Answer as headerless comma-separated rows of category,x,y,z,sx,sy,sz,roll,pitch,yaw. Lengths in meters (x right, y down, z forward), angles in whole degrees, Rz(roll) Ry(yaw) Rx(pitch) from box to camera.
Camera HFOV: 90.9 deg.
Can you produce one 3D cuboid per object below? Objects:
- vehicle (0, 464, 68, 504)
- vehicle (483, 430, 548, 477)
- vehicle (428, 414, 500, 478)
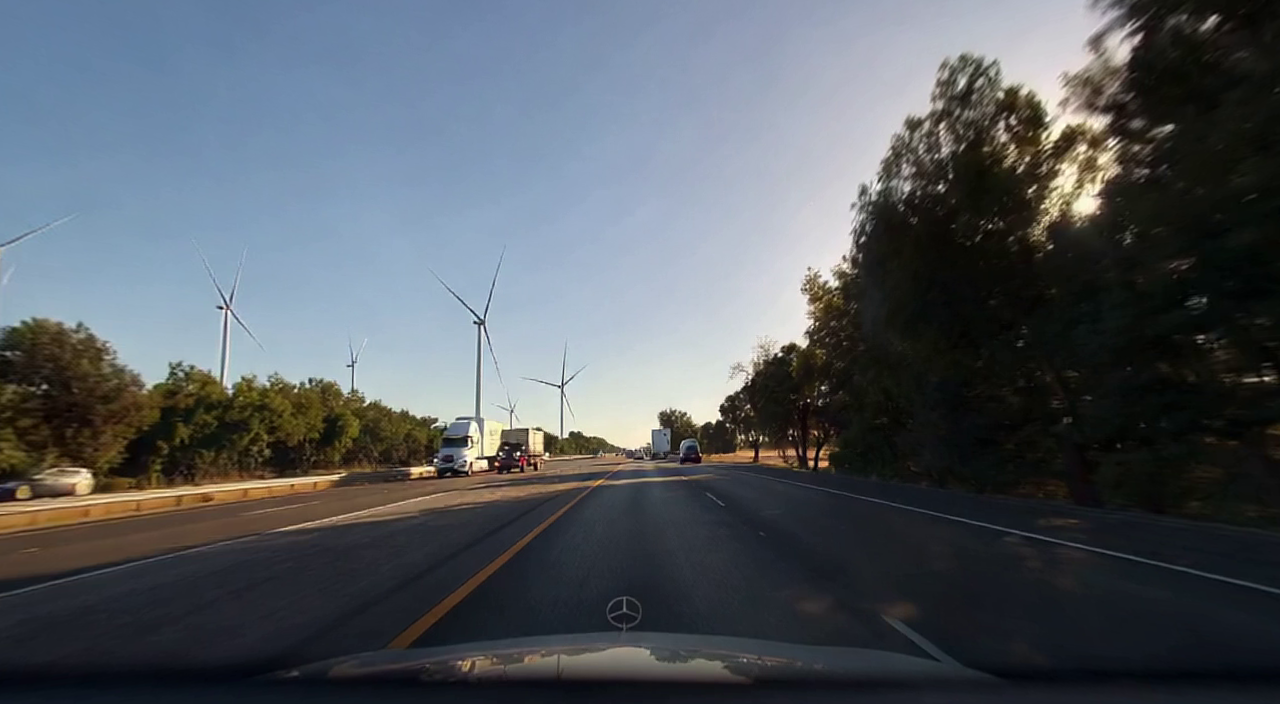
vehicle,-27.850,5.752,27.510,1.786,1.593,4.175,0,-9,-1
vehicle,-8.070,6.751,41.915,2.700,2.772,7.443,0,-9,1
vehicle,-12.203,6.647,44.413,2.947,4.100,6.956,0,-9,0
